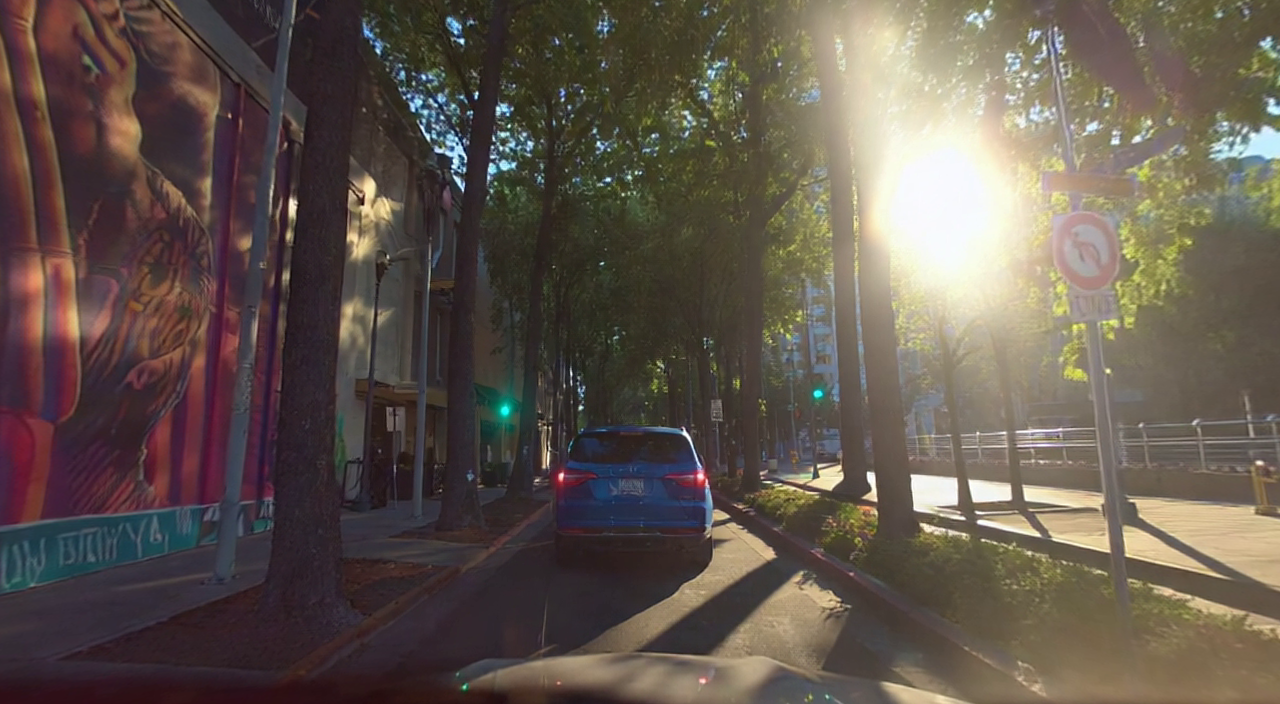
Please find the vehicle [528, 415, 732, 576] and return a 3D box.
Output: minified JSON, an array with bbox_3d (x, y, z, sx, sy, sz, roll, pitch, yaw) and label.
[{"bbox_3d":[-0.128,1.760,8.448,2.079,1.621,3.861,0,-8,-1],"label":"vehicle"}]
